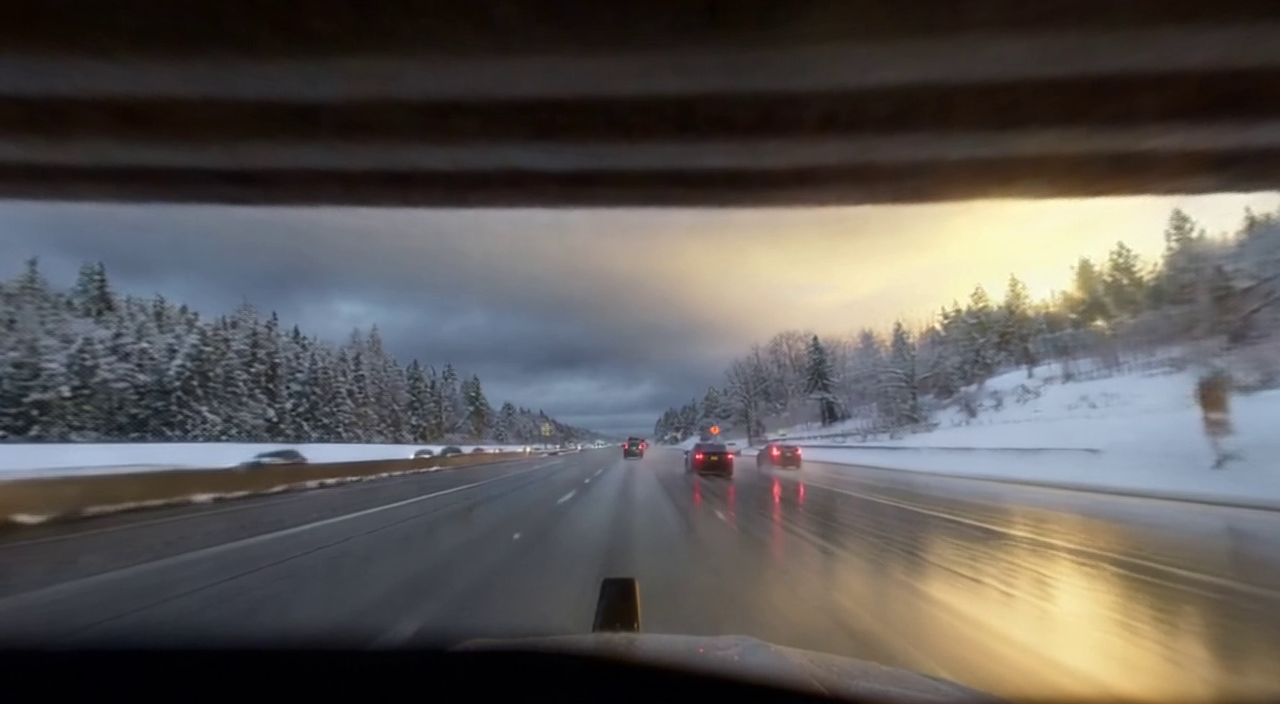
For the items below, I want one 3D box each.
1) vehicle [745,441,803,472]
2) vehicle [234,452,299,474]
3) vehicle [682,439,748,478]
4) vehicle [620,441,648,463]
[{"bbox_3d":[6.991,5.479,33.420,1.946,1.497,4.467,0,-8,-2],"label":"vehicle"},{"bbox_3d":[-26.786,7.940,45.514,1.882,1.470,4.599,0,-9,0],"label":"vehicle"},{"bbox_3d":[3.042,4.434,26.548,2.076,1.472,4.562,0,-8,-2],"label":"vehicle"},{"bbox_3d":[-0.491,7.544,47.872,2.029,1.595,4.207,0,-8,-1],"label":"vehicle"}]
